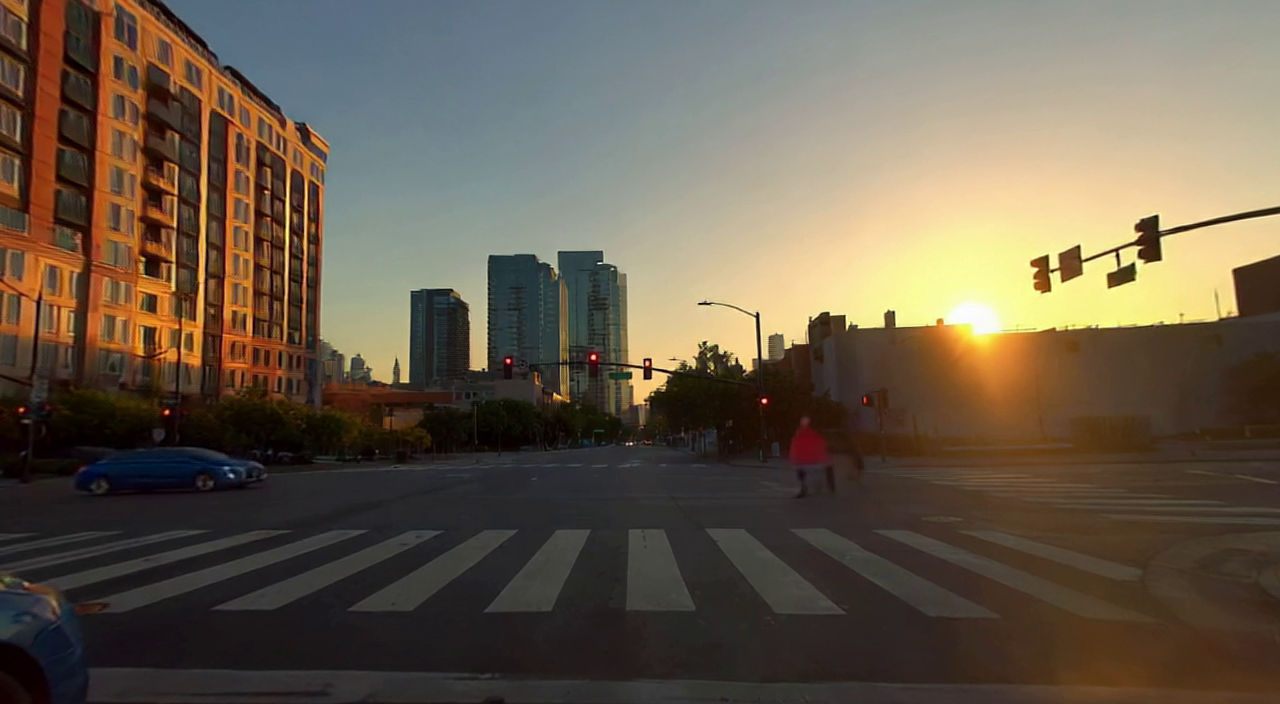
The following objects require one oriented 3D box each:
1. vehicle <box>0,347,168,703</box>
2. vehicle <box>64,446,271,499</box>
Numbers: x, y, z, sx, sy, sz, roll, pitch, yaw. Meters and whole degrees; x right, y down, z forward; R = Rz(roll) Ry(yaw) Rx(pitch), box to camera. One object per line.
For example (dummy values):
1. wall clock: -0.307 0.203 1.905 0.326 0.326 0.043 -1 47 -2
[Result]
1. vehicle: -3.633 0.614 1.050 2.109 1.692 4.587 0 -8 0
2. vehicle: -13.790 3.513 18.518 4.551 1.454 1.941 0 -8 2
